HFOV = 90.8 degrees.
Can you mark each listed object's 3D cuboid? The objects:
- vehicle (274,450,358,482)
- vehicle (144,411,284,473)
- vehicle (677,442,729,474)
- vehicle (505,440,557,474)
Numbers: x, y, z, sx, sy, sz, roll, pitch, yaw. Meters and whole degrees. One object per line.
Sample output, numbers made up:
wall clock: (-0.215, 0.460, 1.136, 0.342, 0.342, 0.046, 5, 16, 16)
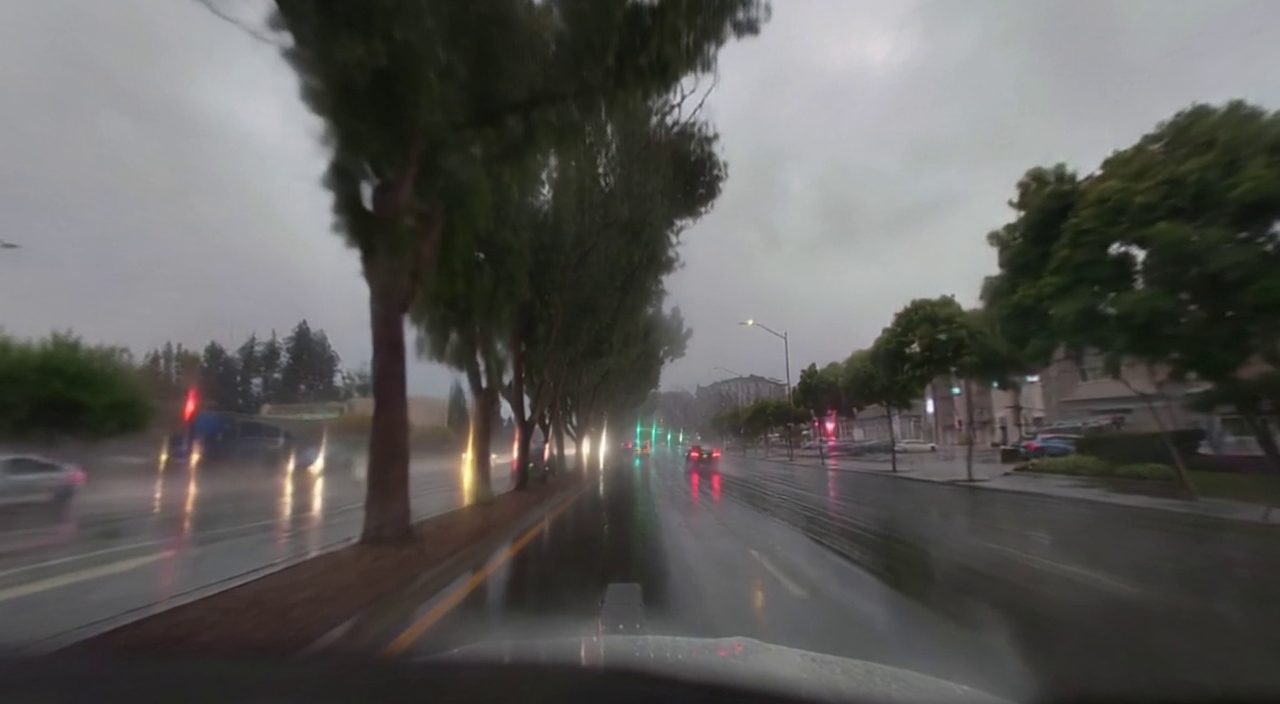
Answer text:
vehicle: (-16.310, 5.750, 32.070, 1.989, 1.466, 4.349, 0, -9, 0)
vehicle: (-27.822, 6.009, 42.030, 2.804, 3.714, 8.815, 0, -9, 2)
vehicle: (3.116, 5.328, 32.076, 1.983, 1.482, 4.463, 0, -9, -2)
vehicle: (-5.623, 5.494, 33.212, 2.100, 1.639, 4.268, 0, -9, -2)
